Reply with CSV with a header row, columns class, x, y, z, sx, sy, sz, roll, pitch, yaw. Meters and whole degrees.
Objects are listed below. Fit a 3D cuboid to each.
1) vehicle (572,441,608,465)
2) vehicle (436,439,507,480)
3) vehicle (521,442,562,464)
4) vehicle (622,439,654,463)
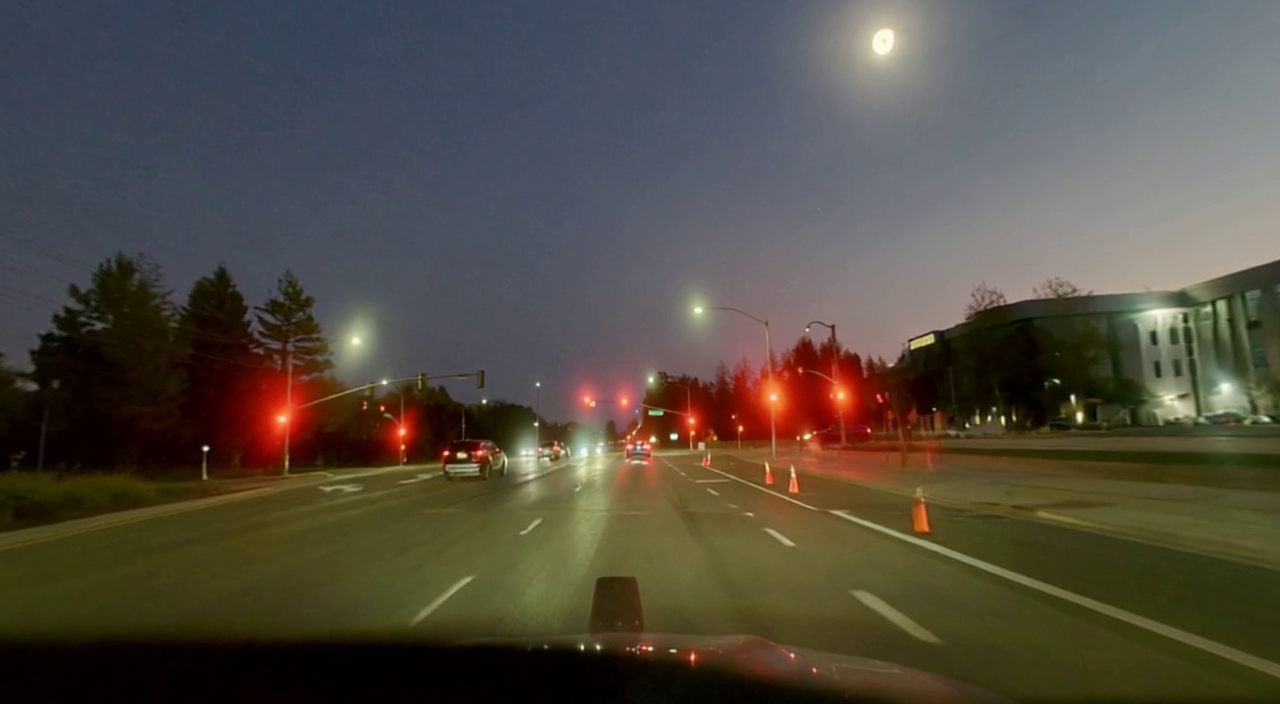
class,x,y,z,sx,sy,sz,roll,pitch,yaw
vehicle,-3.222,6.605,41.470,1.946,1.437,4.154,0,-9,1
vehicle,-6.974,4.488,26.638,1.869,1.570,4.064,0,-9,0
vehicle,-6.795,7.019,44.076,2.074,1.447,4.224,0,-9,1
vehicle,-0.124,6.514,41.598,1.985,1.521,3.968,0,-9,1
